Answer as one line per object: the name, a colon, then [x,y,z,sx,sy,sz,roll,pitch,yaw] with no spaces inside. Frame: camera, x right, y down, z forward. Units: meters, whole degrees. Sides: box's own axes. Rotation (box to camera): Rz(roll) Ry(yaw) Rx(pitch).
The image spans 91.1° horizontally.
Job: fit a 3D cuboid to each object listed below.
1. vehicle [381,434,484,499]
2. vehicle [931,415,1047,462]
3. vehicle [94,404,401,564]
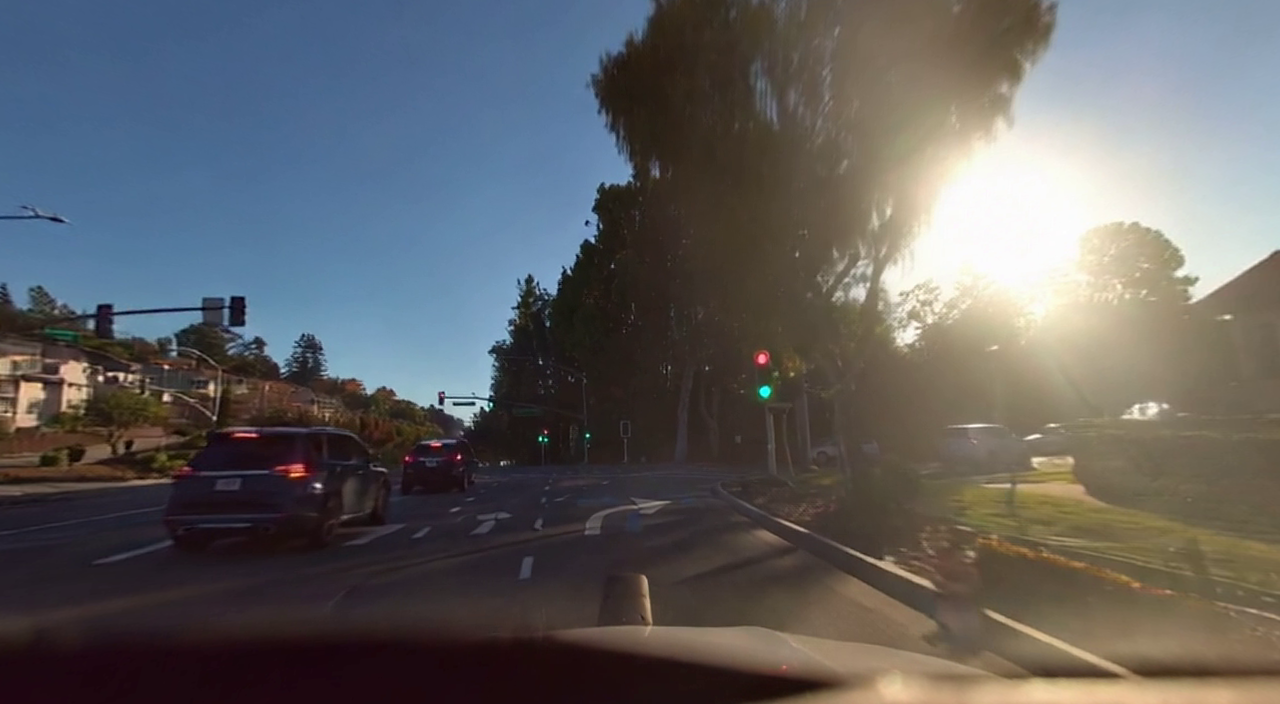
vehicle: [-5.906,3.283,18.436,2.024,1.655,4.301,1,-9,-7]
vehicle: [21.679,5.401,39.021,6.269,2.785,2.334,2,-9,-15]
vehicle: [-5.393,1.858,9.556,2.152,1.822,4.391,1,-9,-6]
